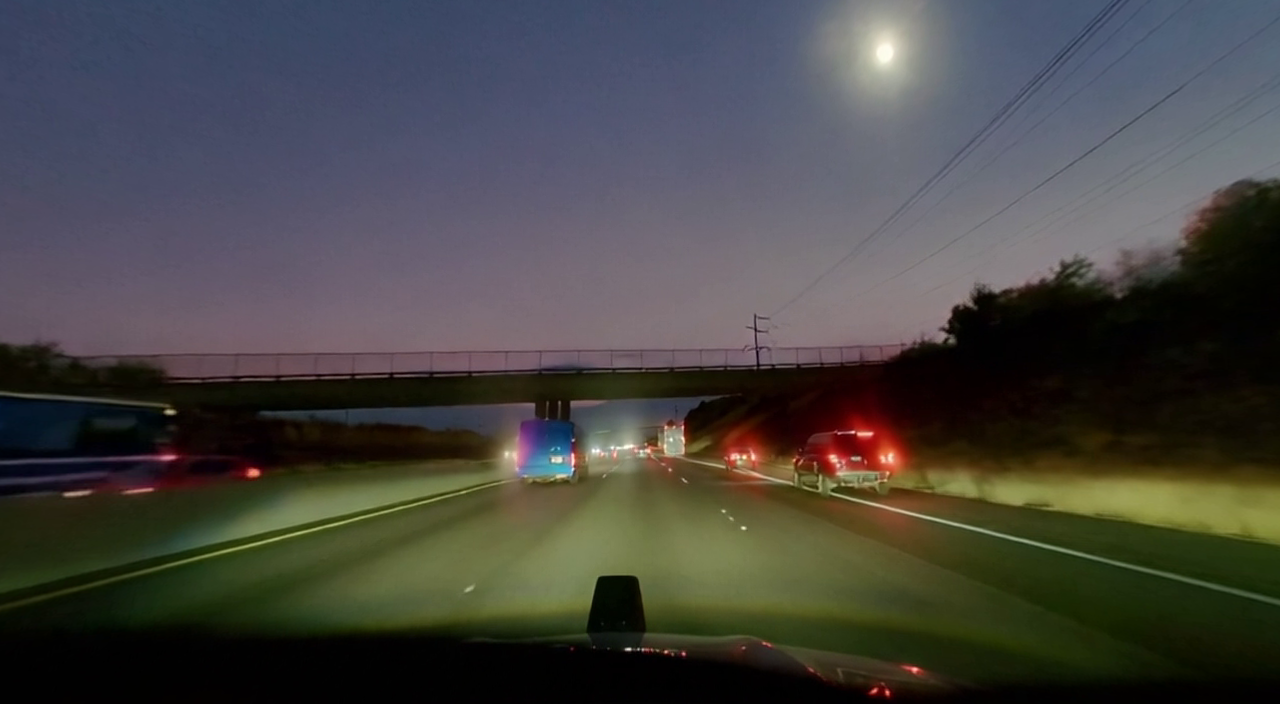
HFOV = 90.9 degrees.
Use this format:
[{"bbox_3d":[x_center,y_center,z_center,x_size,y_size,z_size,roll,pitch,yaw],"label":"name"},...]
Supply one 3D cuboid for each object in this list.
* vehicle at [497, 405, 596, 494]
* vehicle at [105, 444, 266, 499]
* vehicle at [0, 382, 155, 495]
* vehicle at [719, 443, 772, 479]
[{"bbox_3d":[-3.000,3.395,21.879,2.451,2.627,5.868,0,-9,0],"label":"vehicle"},{"bbox_3d":[-16.279,4.299,23.007,2.186,1.770,4.958,0,-9,0],"label":"vehicle"},{"bbox_3d":[-20.698,2.907,20.927,2.807,3.379,7.801,0,-9,0],"label":"vehicle"},{"bbox_3d":[5.216,5.442,31.732,1.936,1.664,4.198,0,-9,0],"label":"vehicle"}]
